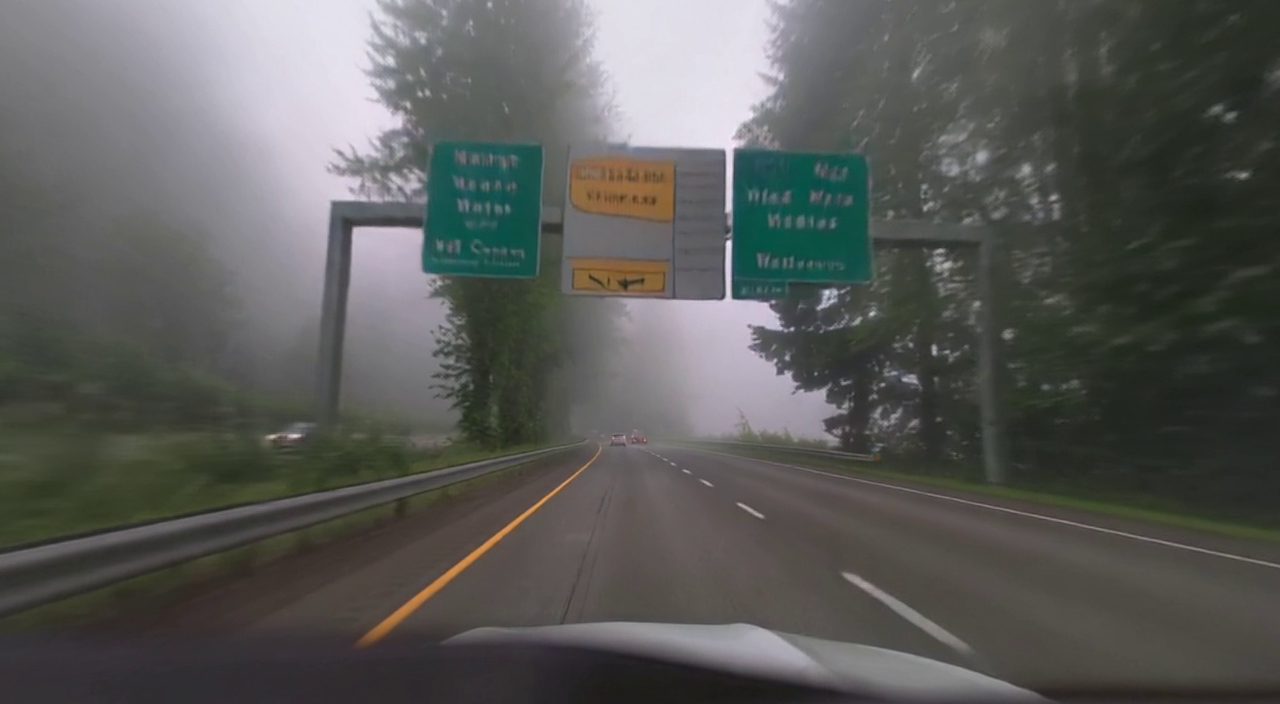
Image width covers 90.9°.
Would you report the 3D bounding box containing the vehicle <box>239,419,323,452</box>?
[{"bbox_3d":[-17.406,4.067,30.770,1.803,1.503,4.012,0,-7,-2],"label":"vehicle"}]
